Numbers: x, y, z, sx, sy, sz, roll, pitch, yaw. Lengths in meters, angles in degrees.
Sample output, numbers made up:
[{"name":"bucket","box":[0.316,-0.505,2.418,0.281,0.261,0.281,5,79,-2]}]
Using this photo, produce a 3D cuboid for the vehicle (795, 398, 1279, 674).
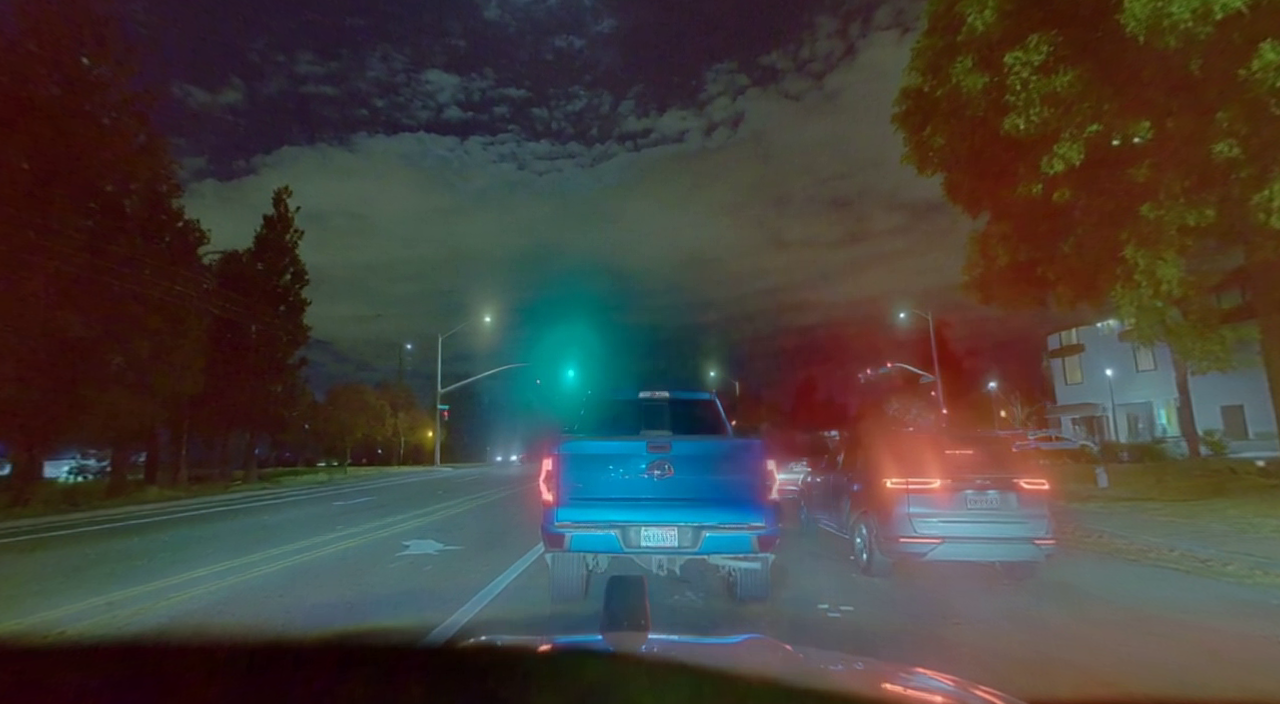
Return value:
[{"name":"vehicle","box":[3.329,1.504,6.485,2.155,1.667,5.162,0,-8,0]}]

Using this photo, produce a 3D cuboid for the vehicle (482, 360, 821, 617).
[{"name":"vehicle","box":[0.110,1.461,7.727,2.636,2.011,5.425,0,-8,0]}]

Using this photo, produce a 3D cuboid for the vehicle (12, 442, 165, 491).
[{"name":"vehicle","box":[-21.759,4.490,25.172,2.062,1.764,4.508,0,-8,-2]}]
